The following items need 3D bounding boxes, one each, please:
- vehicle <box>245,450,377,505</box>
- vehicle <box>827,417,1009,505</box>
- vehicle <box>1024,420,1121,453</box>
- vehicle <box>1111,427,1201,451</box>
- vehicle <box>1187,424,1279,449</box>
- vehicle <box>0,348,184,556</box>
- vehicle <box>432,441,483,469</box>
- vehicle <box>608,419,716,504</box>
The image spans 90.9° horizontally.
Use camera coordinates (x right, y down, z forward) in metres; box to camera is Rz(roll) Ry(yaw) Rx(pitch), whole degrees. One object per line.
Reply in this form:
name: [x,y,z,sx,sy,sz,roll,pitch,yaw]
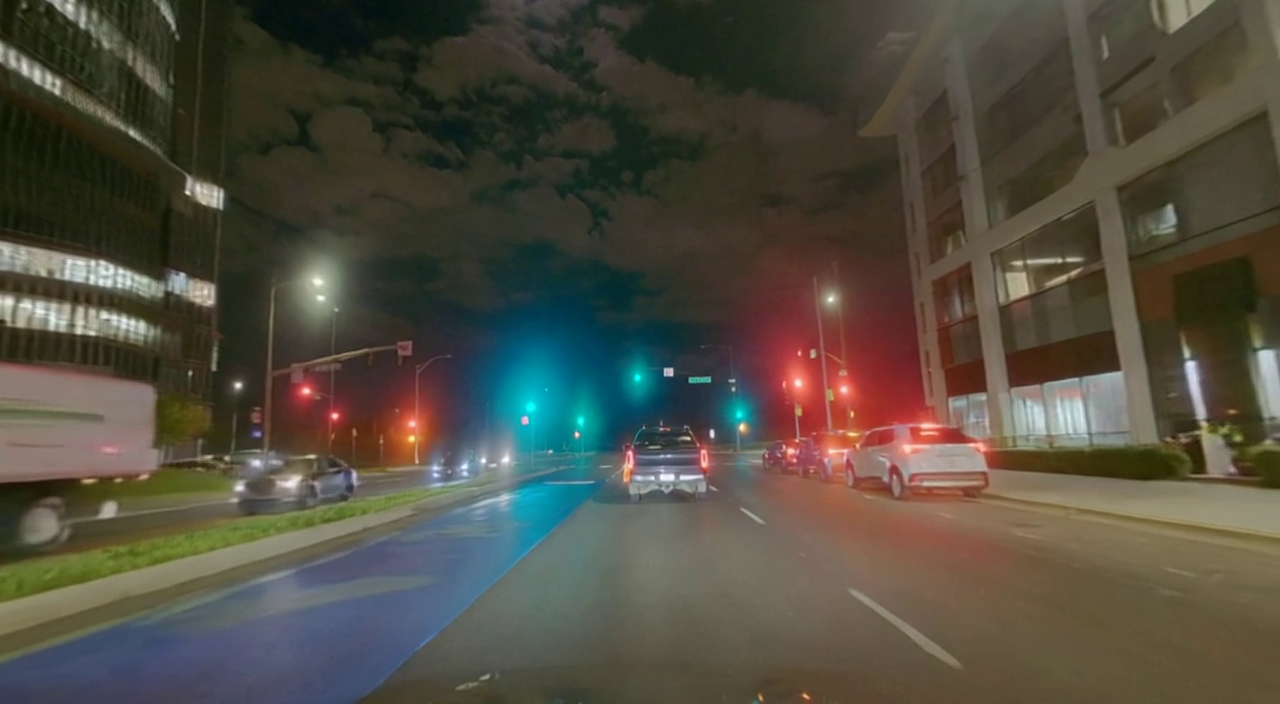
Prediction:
vehicle: [-10.476,3.992,20.540,2.019,1.547,4.315,0,-9,-1]
vehicle: [6.608,2.677,15.823,2.205,1.823,5.078,0,-9,0]
vehicle: [28.298,5.555,41.330,4.655,1.852,2.161,-2,-10,-2]
vehicle: [33.623,5.714,41.169,4.275,1.487,1.781,0,-9,1]
vehicle: [38.795,5.520,41.240,4.286,1.625,1.809,0,-8,0]
vehicle: [-13.632,1.753,10.953,3.101,3.878,10.902,0,-9,1]
vehicle: [-12.706,7.200,44.228,1.975,1.820,4.838,-1,-9,2]
vehicle: [0.441,2.651,15.520,2.283,1.773,4.255,0,-9,0]
